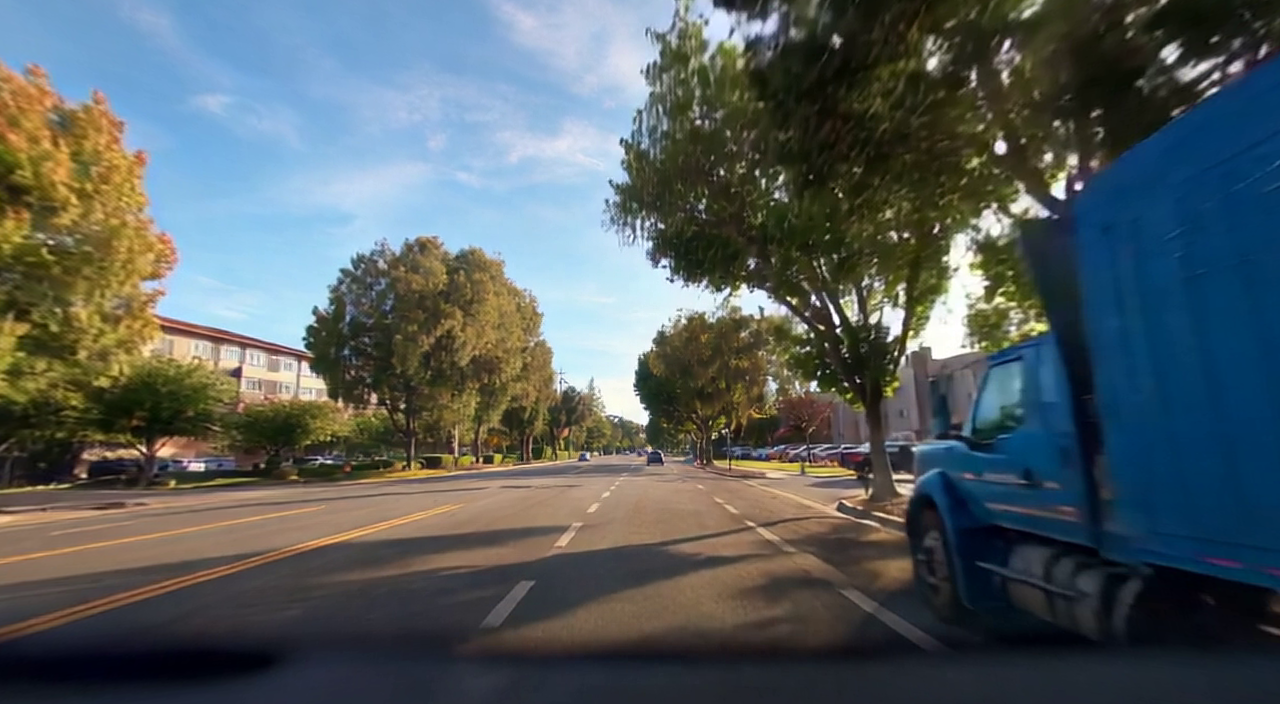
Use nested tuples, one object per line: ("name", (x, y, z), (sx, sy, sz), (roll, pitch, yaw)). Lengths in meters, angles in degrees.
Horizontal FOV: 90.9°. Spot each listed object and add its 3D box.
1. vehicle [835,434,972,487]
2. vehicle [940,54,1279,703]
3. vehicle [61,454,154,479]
("vehicle", (10.271, 4.192, 24.635), (4.655, 1.828, 2.223), (3, -9, -24))
("vehicle", (3.723, 0.294, 1.833), (2.698, 2.863, 6.317), (4, -9, 1))
("vehicle", (-38.094, 8.190, 45.183), (4.916, 1.542, 1.934), (-2, -8, -1))
